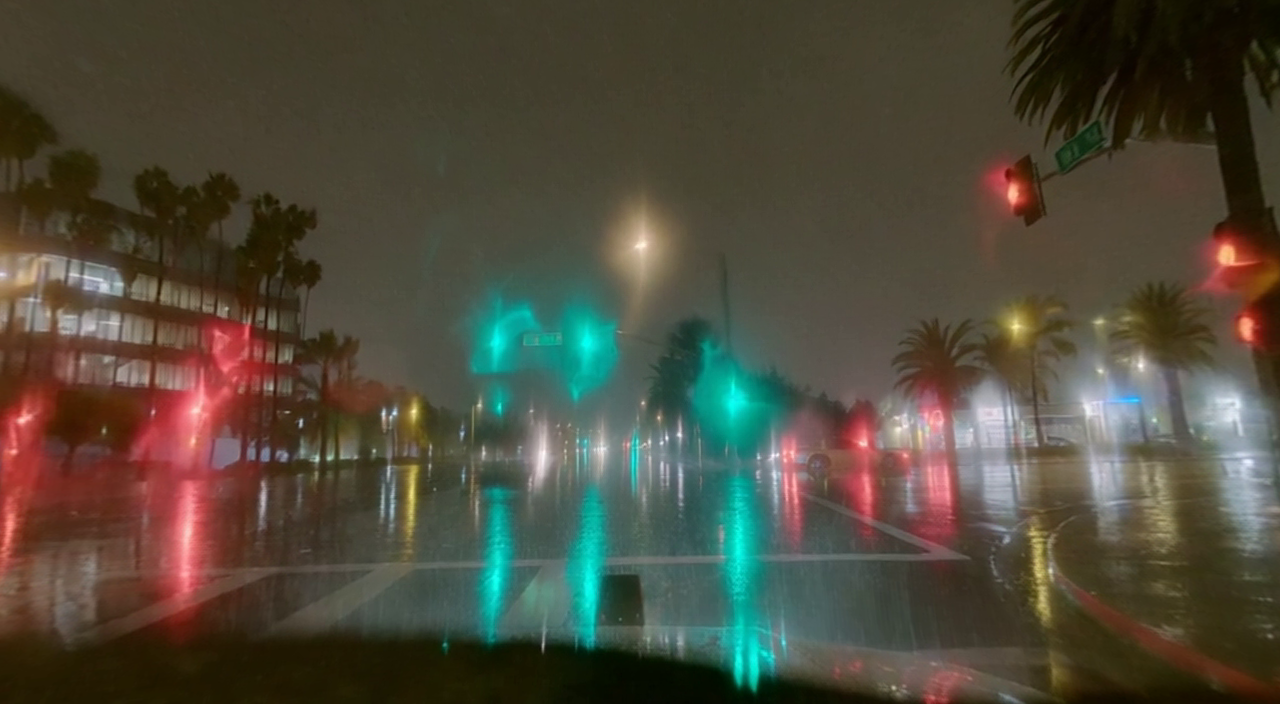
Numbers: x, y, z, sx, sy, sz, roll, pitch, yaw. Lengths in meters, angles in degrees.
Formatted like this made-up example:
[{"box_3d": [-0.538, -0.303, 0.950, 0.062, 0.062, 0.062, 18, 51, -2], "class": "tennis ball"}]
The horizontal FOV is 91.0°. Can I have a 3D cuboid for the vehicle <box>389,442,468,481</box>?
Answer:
[{"box_3d": [-10.742, 5.587, 32.366, 2.270, 1.833, 4.860, 0, -9, 1], "class": "vehicle"}]
